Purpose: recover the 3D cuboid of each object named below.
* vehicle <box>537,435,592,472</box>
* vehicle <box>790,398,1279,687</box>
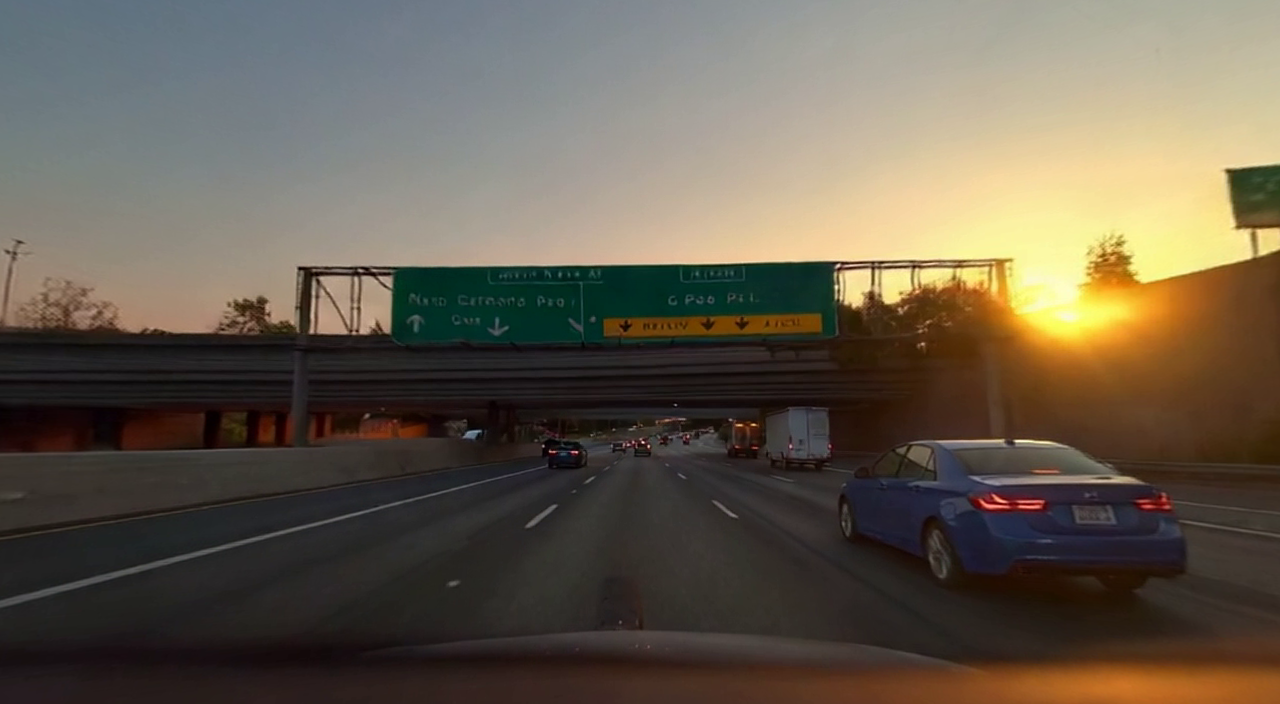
[{"bbox_3d":[-3.759,5.148,32.271,2.193,1.746,4.512,0,-8,1],"label":"vehicle"},{"bbox_3d":[3.107,1.397,5.967,2.107,1.550,4.949,0,-8,-1],"label":"vehicle"}]
